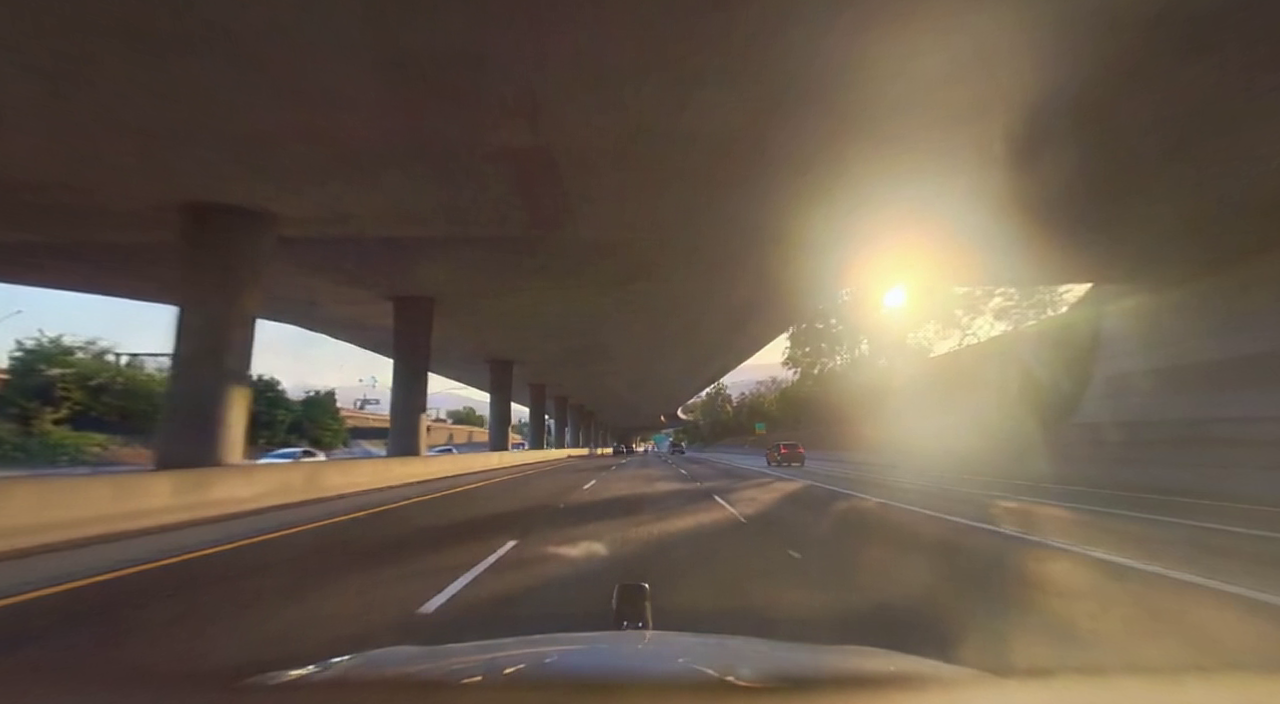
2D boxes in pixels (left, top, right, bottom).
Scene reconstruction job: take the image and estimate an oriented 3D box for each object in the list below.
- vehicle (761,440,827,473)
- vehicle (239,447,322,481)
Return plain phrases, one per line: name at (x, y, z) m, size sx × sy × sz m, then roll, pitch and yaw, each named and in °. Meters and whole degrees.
vehicle at (7.258, 4.966, 30.204) m, size 1.914 × 1.465 × 4.574 m, roll 0°, pitch -8°, yaw -1°
vehicle at (-17.991, 5.568, 31.770) m, size 1.812 × 1.571 × 3.983 m, roll 0°, pitch -8°, yaw 0°
